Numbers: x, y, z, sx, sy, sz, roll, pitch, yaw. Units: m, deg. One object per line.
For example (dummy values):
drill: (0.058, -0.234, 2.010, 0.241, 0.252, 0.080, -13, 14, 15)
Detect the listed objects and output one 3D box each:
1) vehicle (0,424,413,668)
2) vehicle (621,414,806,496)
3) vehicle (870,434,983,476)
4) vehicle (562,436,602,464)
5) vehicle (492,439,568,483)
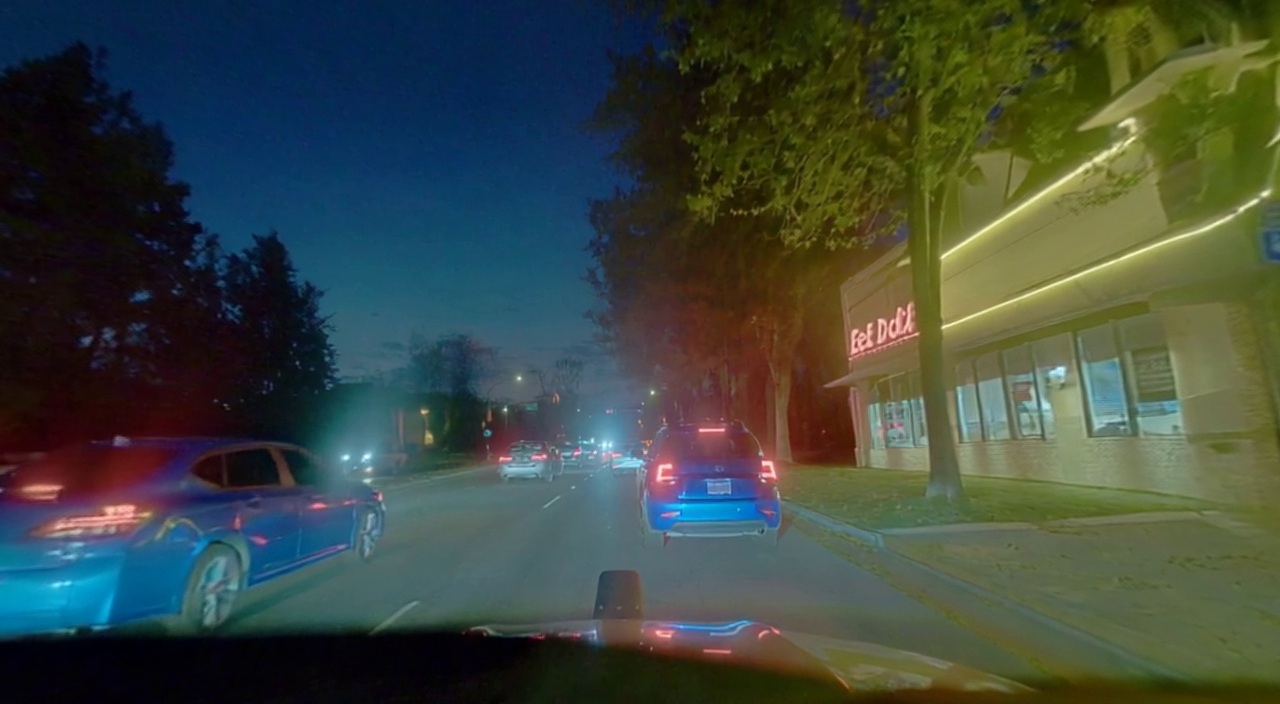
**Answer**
vehicle: (-4.032, 1.499, 6.030, 2.026, 1.466, 4.282, 0, -8, 1)
vehicle: (1.956, 2.811, 17.416, 4.642, 1.955, 2.052, -6, -10, 35)
vehicle: (12.312, 4.460, 27.129, 3.871, 1.525, 1.835, -3, -9, 0)
vehicle: (-3.619, 6.245, 40.013, 2.053, 1.652, 3.873, 0, -8, 2)
vehicle: (-3.925, 3.968, 23.115, 2.042, 1.470, 4.123, 0, -8, 0)
